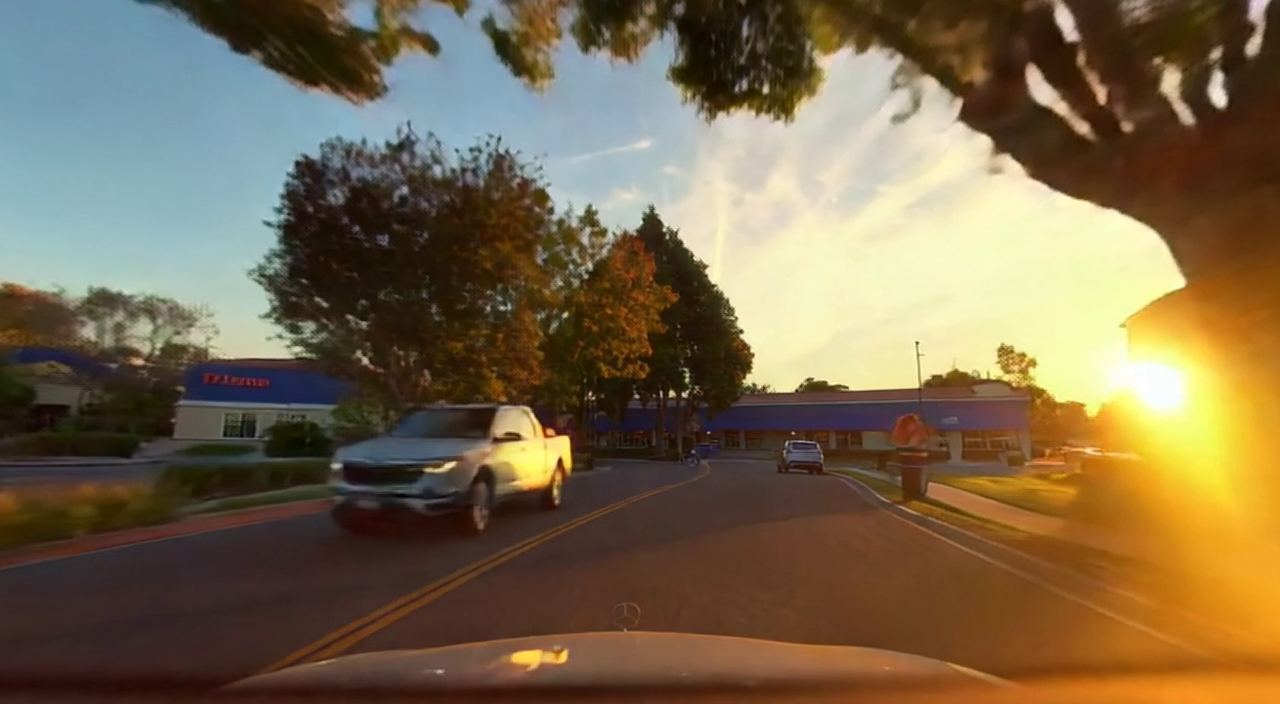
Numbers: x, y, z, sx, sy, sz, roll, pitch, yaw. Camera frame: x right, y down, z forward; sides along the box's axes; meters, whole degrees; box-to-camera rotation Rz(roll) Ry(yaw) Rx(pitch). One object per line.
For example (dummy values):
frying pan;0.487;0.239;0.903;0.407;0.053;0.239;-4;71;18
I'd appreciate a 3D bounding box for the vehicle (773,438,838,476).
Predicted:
vehicle;8.399;5.370;32.532;2.292;1.767;5.128;-1;-9;4

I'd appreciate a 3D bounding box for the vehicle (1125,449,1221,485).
vehicle;26.716;5.691;31.634;4.545;1.640;1.866;4;-10;-27

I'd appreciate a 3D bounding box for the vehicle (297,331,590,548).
vehicle;-2.840;1.622;11.611;2.674;2.815;6.582;-1;-9;6
